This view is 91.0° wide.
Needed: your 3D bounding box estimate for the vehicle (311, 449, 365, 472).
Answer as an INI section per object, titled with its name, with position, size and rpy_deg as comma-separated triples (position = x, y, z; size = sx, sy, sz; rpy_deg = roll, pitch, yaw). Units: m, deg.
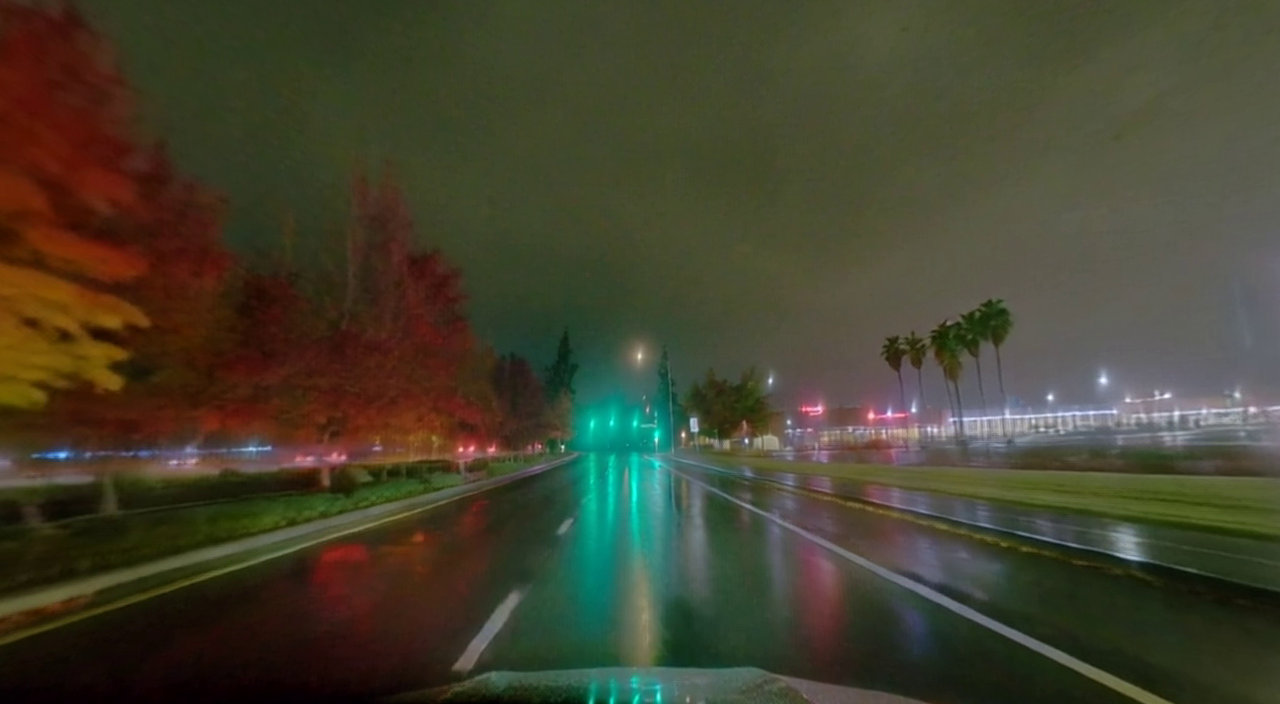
[vehicle]
position = -23.285, 8.336, 48.765
size = 1.994, 1.652, 4.570
rpy_deg = 1, -9, -2
